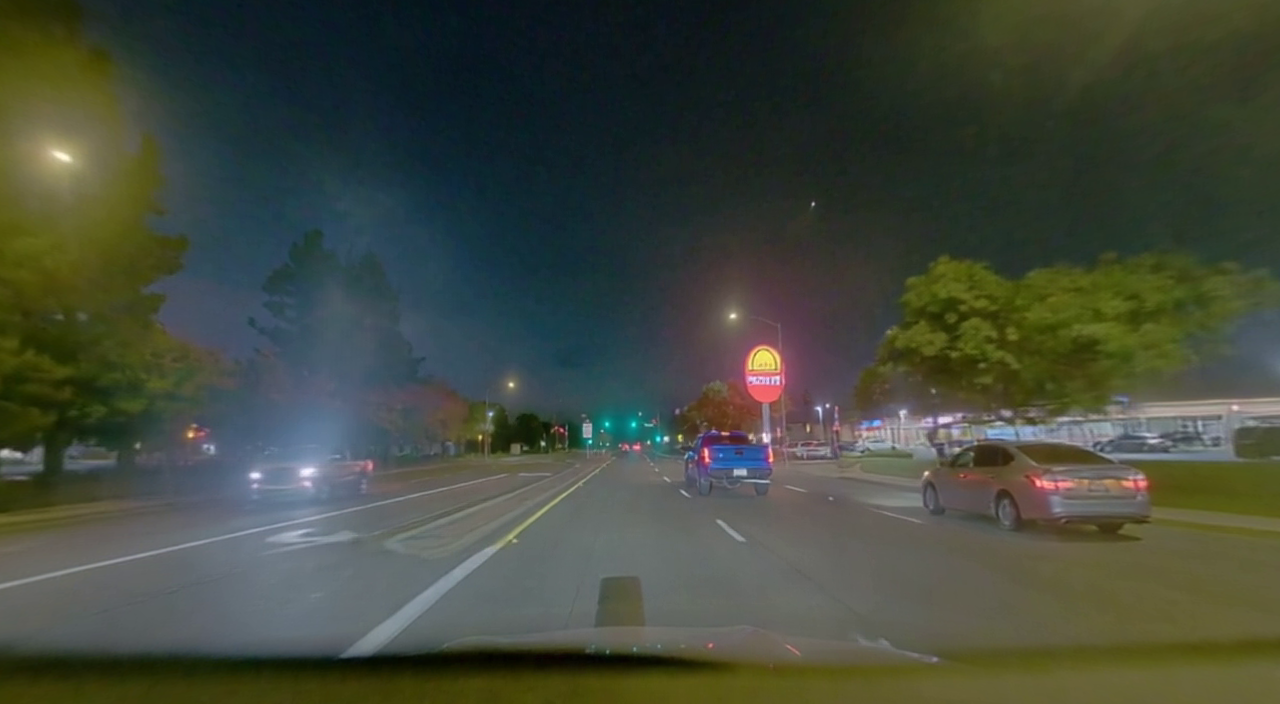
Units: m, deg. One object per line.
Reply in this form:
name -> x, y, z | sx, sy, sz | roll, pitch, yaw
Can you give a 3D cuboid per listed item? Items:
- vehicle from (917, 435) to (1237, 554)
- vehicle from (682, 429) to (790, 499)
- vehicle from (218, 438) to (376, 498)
vehicle -> 6.468, 2.122, 10.161 | 1.986, 1.480, 4.296 | 0, -9, -1
vehicle -> 2.578, 3.186, 18.373 | 2.214, 1.749, 4.998 | 0, -9, -2
vehicle -> -12.628, 4.296, 23.919 | 2.868, 1.978, 5.632 | 0, -9, -1
